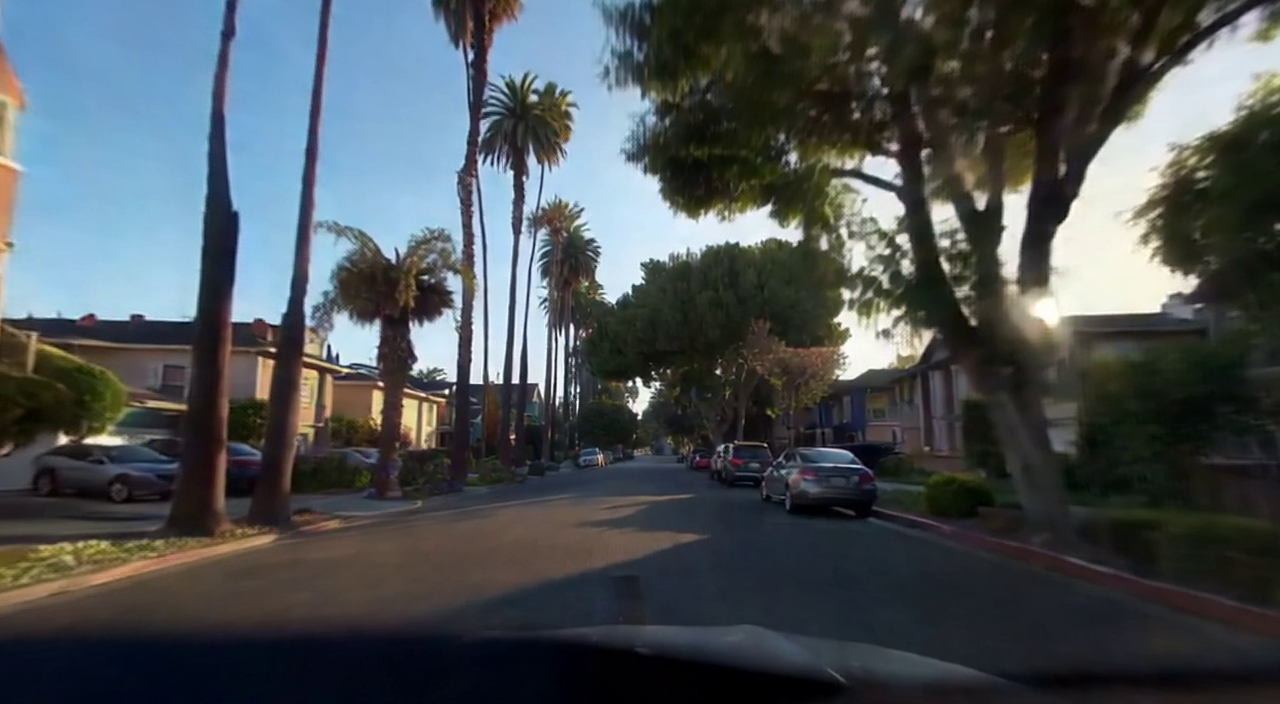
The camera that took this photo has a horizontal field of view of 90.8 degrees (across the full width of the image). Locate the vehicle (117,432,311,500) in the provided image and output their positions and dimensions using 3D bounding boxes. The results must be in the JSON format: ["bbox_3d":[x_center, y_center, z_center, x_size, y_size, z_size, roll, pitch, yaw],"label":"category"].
[{"bbox_3d":[-13.309,3.564,19.983,4.576,1.977,2.153,0,-9,3],"label":"vehicle"}]

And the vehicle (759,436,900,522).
[{"bbox_3d":[4.340,2.968,15.417,1.971,1.663,5.076,2,-9,1],"label":"vehicle"}]

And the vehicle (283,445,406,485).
[{"bbox_3d":[-13.059,5.014,28.124,4.448,1.679,1.972,0,-9,2],"label":"vehicle"}]

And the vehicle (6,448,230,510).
[{"bbox_3d":[-13.457,3.262,16.474,4.250,1.469,1.817,0,-9,3],"label":"vehicle"}]

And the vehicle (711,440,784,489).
[{"bbox_3d":[4.218,4.524,25.715,2.166,1.766,5.186,0,-9,1],"label":"vehicle"}]
